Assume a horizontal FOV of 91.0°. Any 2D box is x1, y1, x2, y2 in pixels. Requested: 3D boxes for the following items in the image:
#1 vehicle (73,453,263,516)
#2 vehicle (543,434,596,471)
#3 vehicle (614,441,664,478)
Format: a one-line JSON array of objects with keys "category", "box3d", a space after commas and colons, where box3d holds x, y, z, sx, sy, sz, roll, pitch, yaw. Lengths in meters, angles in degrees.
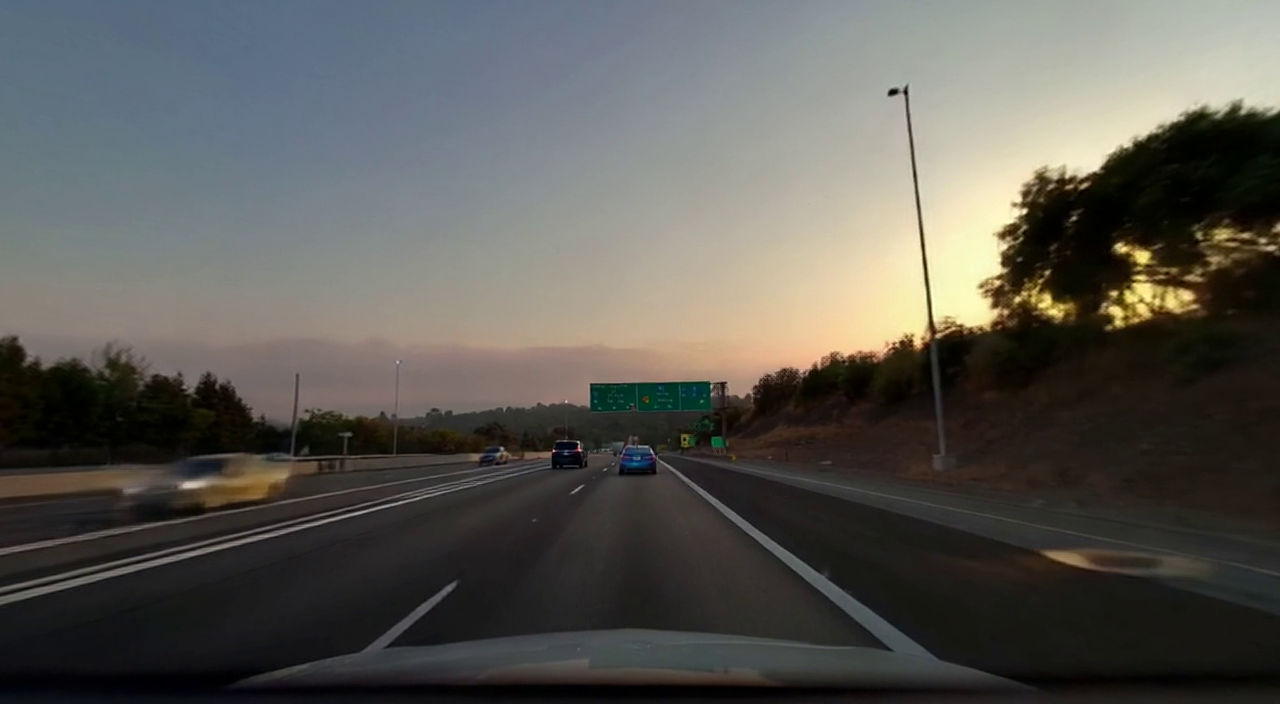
[{"category": "vehicle", "box3d": [-13.284, 3.711, 18.157, 2.059, 1.512, 4.244, 0, -9, 2]}, {"category": "vehicle", "box3d": [-3.725, 5.462, 34.323, 2.264, 1.901, 4.647, 0, -9, 1]}, {"category": "vehicle", "box3d": [-0.018, 4.856, 28.688, 2.086, 1.548, 4.325, 0, -9, 1]}]
